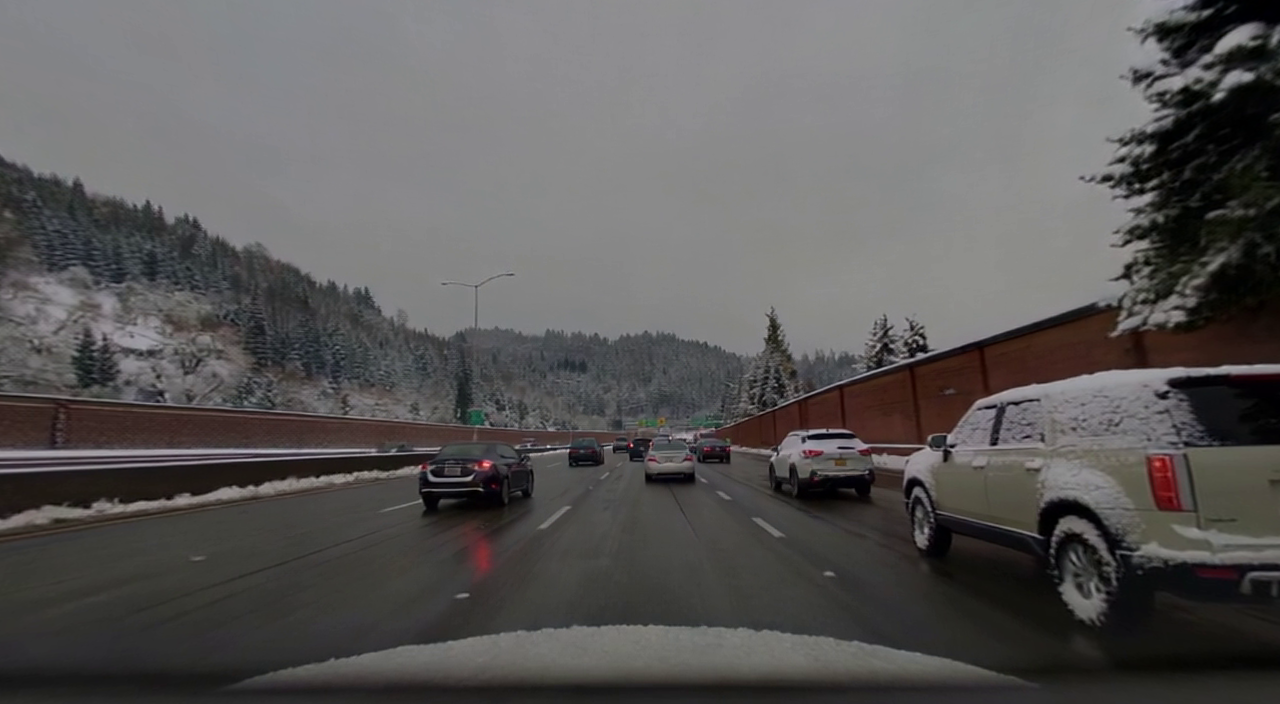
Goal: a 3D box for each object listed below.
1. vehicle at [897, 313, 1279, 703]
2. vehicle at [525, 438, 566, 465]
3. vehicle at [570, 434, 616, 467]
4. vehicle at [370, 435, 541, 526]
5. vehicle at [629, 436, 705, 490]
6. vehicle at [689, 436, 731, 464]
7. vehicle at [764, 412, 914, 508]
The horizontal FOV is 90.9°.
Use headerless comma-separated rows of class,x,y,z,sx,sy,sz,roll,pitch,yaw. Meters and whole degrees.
vehicle,3.767,1.020,4.590,1.930,1.831,4.344,0,-8,0
vehicle,-6.591,6.968,44.436,2.055,1.751,4.825,0,-8,1
vehicle,-2.695,5.820,37.352,2.154,1.793,4.736,0,-8,2
vehicle,-3.348,2.406,12.493,1.961,1.456,4.362,0,-8,2
vehicle,0.710,3.374,19.525,2.105,1.471,3.978,0,-8,-1
vehicle,3.910,5.561,35.875,1.855,1.513,3.915,0,-8,-1
vehicle,4.368,2.454,14.708,1.970,1.872,4.575,0,-8,0
